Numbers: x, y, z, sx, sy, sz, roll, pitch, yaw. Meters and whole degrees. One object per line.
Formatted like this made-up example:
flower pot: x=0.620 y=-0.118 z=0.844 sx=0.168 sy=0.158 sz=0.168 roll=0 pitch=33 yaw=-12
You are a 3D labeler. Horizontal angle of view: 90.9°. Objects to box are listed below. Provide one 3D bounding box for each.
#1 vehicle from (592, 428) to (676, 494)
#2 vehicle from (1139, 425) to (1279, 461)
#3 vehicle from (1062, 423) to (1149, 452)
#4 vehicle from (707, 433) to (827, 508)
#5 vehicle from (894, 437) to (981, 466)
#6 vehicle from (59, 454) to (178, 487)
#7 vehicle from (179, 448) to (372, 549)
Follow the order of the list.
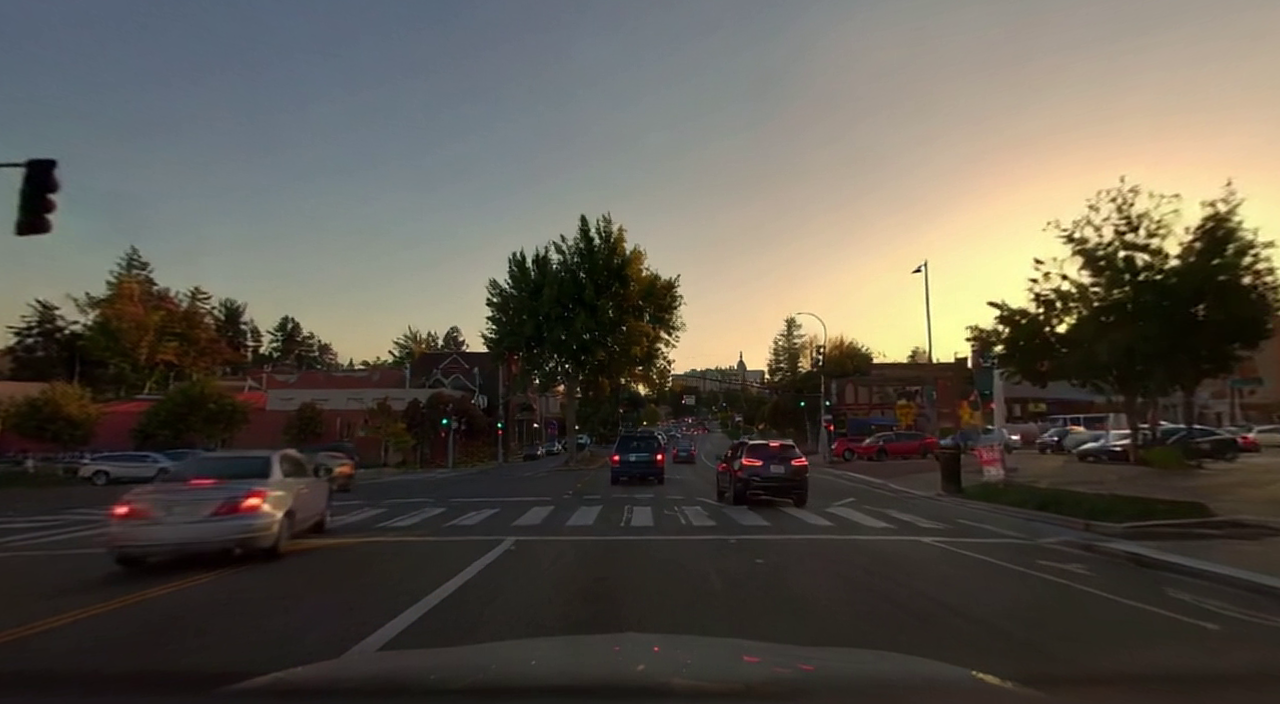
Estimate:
vehicle: x=-0.199 y=3.805 z=22.439 sx=2.638 sy=2.065 sz=5.313 roll=0 pitch=-8 yaw=0
vehicle: x=25.137 y=4.036 z=27.989 sx=4.092 sy=1.496 sz=1.889 roll=-3 pitch=-9 yaw=17
vehicle: x=30.679 y=5.679 z=41.716 sx=2.231 sy=1.749 sz=4.411 roll=0 pitch=-8 yaw=-2
vehicle: x=3.331 y=3.206 z=17.646 sx=2.276 sy=1.787 sz=4.630 roll=0 pitch=-8 yaw=-1
vehicle: x=16.486 y=5.502 z=34.978 sx=3.880 sy=1.538 sz=1.862 roll=1 pitch=-8 yaw=-8
vehicle: x=-27.394 y=6.210 z=33.205 sx=4.458 sy=1.608 sz=2.051 roll=-1 pitch=-8 yaw=3
vehicle: x=-7.261 y=2.689 z=12.376 sx=4.456 sy=1.570 sz=1.975 roll=-8 pitch=-11 yaw=43
